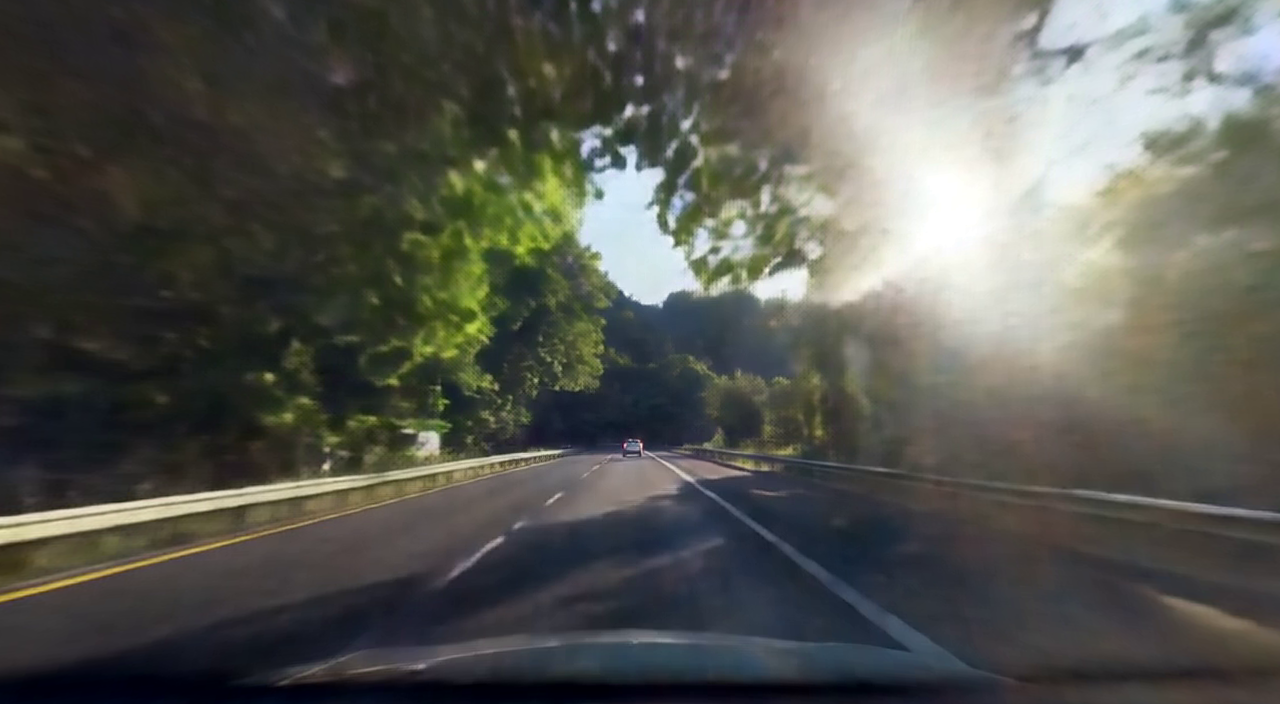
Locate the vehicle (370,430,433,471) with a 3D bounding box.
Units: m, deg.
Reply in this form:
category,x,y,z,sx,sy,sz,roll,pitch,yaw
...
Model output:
category,x,y,z,sx,sy,sz,roll,pitch,yaw
vehicle,-17.047,7.055,45.351,2.274,2.678,5.688,0,-8,-1
